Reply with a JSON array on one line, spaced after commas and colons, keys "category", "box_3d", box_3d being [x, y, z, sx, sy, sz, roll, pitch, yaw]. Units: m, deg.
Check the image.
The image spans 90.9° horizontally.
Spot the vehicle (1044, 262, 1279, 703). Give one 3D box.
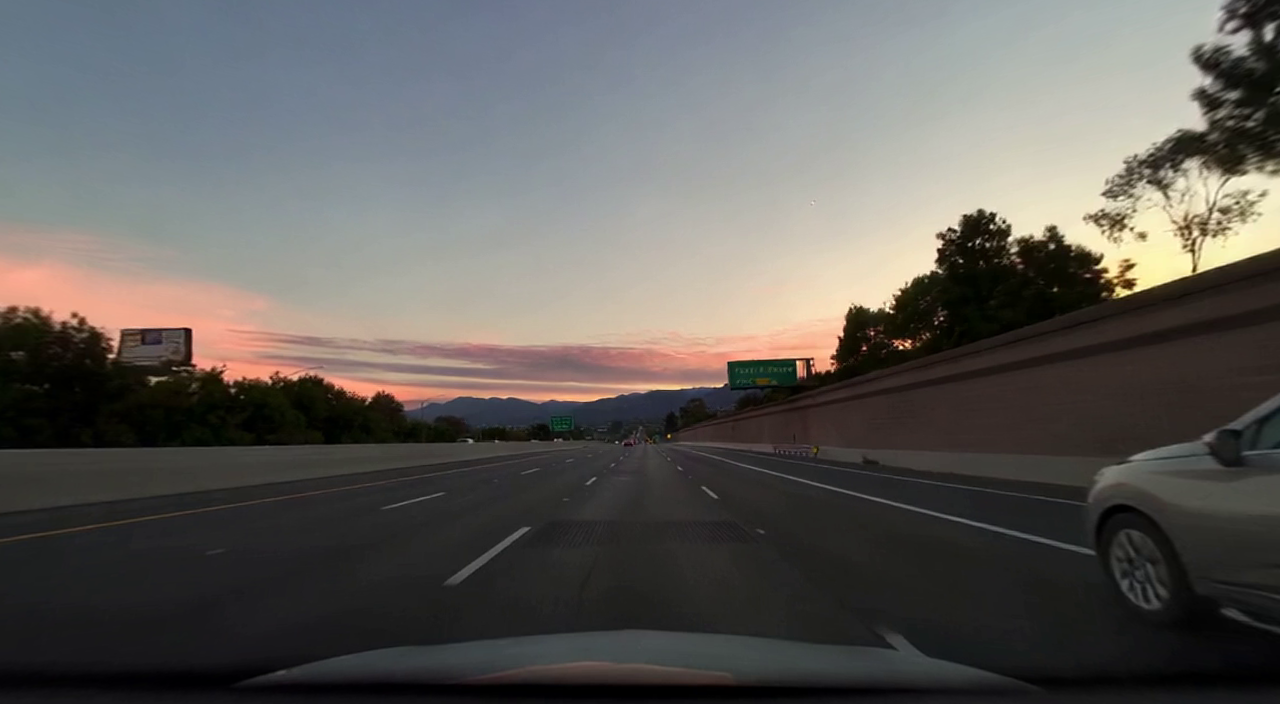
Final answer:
[{"category": "vehicle", "box_3d": [3.811, 0.371, 0.897, 2.462, 1.954, 6.111, 0, -8, 1]}]
